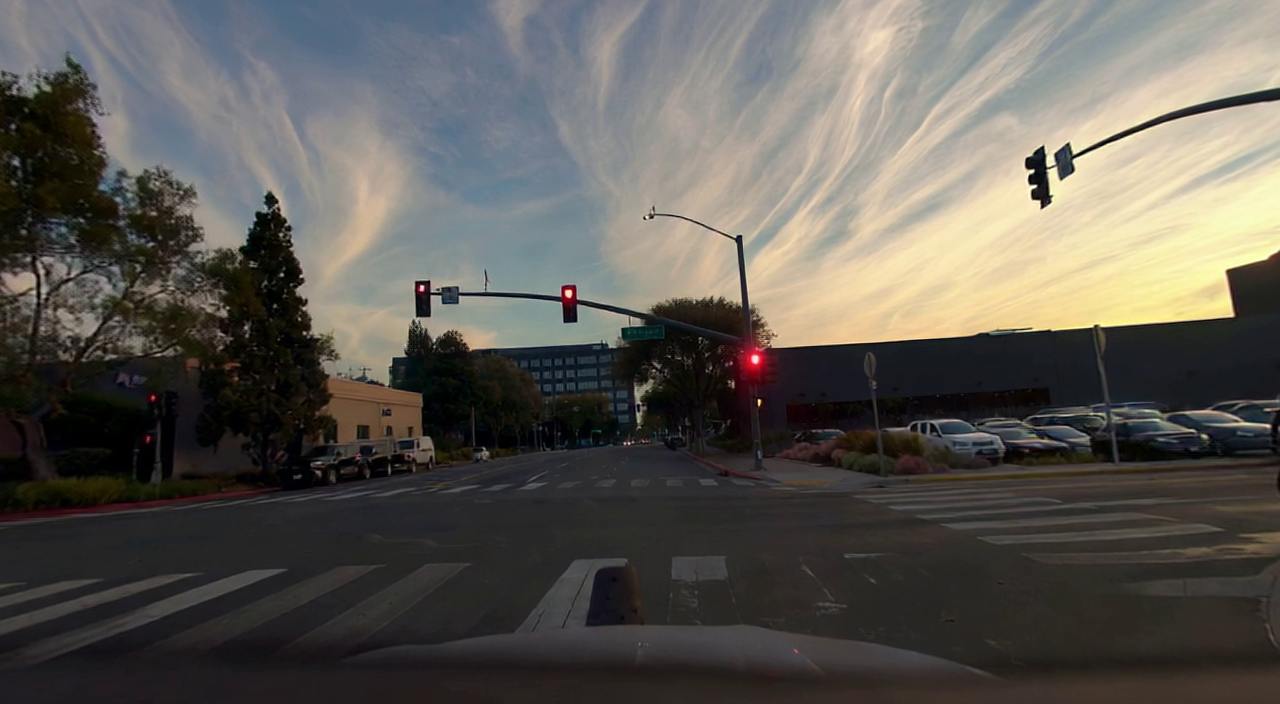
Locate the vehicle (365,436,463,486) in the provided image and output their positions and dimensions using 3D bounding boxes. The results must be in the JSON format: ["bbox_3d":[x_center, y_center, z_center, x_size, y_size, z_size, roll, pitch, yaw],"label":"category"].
[{"bbox_3d":[-10.168,4.954,29.056,2.475,1.940,5.702,-3,-9,0],"label":"vehicle"}]

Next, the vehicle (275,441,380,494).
[{"bbox_3d":[-13.725,5.061,28.148,2.251,1.957,4.968,-4,-9,-1],"label":"vehicle"}]

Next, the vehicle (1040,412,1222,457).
[{"bbox_3d":[16.925,2.906,22.097,4.560,1.453,1.851,-3,-9,18],"label":"vehicle"}]

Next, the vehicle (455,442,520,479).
[{"bbox_3d":[-6.979,4.993,29.320,2.024,1.470,4.153,-3,-9,-1],"label":"vehicle"}]
